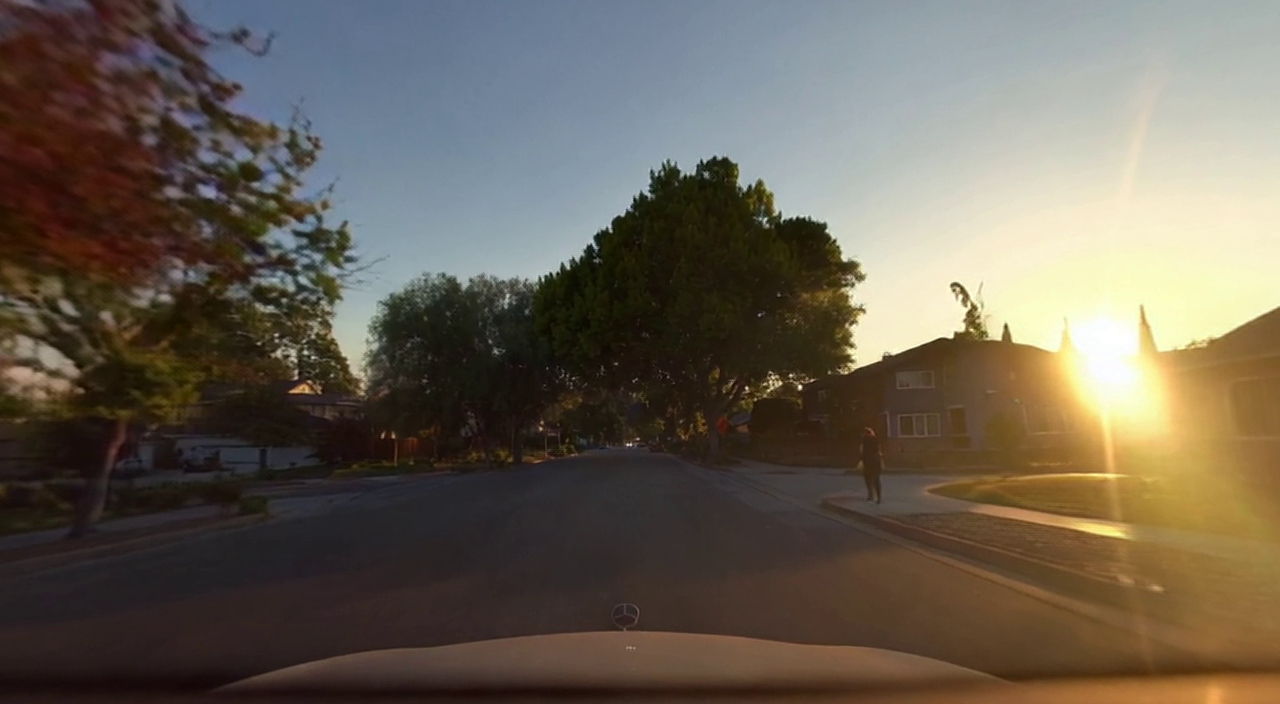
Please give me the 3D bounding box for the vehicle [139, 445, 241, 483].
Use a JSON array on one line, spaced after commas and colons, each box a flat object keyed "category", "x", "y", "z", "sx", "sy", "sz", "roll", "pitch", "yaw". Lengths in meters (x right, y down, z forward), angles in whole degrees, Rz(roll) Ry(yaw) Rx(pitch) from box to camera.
[{"category": "vehicle", "x": -24.990, "y": 6.215, "z": 35.348, "sx": 2.004, "sy": 1.856, "sz": 4.934, "roll": -4, "pitch": -9, "yaw": 2}]
